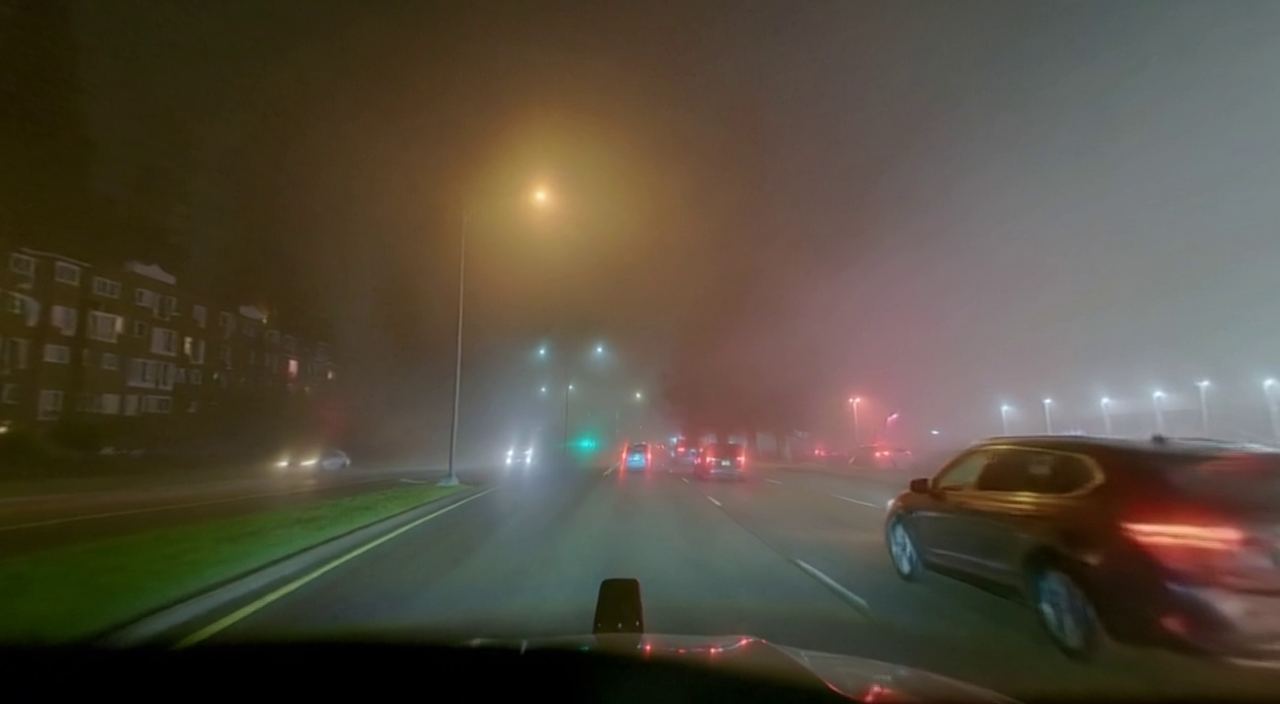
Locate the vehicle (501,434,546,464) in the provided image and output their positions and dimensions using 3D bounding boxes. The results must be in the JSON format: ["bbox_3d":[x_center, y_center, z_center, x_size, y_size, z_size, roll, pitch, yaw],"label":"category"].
[{"bbox_3d":[-8.739,7.322,47.816,2.285,2.106,5.836,0,-8,0],"label":"vehicle"}]

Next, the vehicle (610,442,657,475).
[{"bbox_3d":[-0.338,5.092,30.419,2.095,1.456,3.873,0,-8,-1],"label":"vehicle"}]

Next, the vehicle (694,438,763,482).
[{"bbox_3d":[3.456,4.307,25.491,2.041,1.611,4.426,0,-8,-1],"label":"vehicle"}]

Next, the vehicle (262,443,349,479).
[{"bbox_3d":[-16.259,5.298,31.011,1.920,1.635,4.261,0,-8,0],"label":"vehicle"}]

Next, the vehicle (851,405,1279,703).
[{"bbox_3d":[3.523,1.333,5.123,1.953,1.514,4.672,0,-8,-1],"label":"vehicle"}]
